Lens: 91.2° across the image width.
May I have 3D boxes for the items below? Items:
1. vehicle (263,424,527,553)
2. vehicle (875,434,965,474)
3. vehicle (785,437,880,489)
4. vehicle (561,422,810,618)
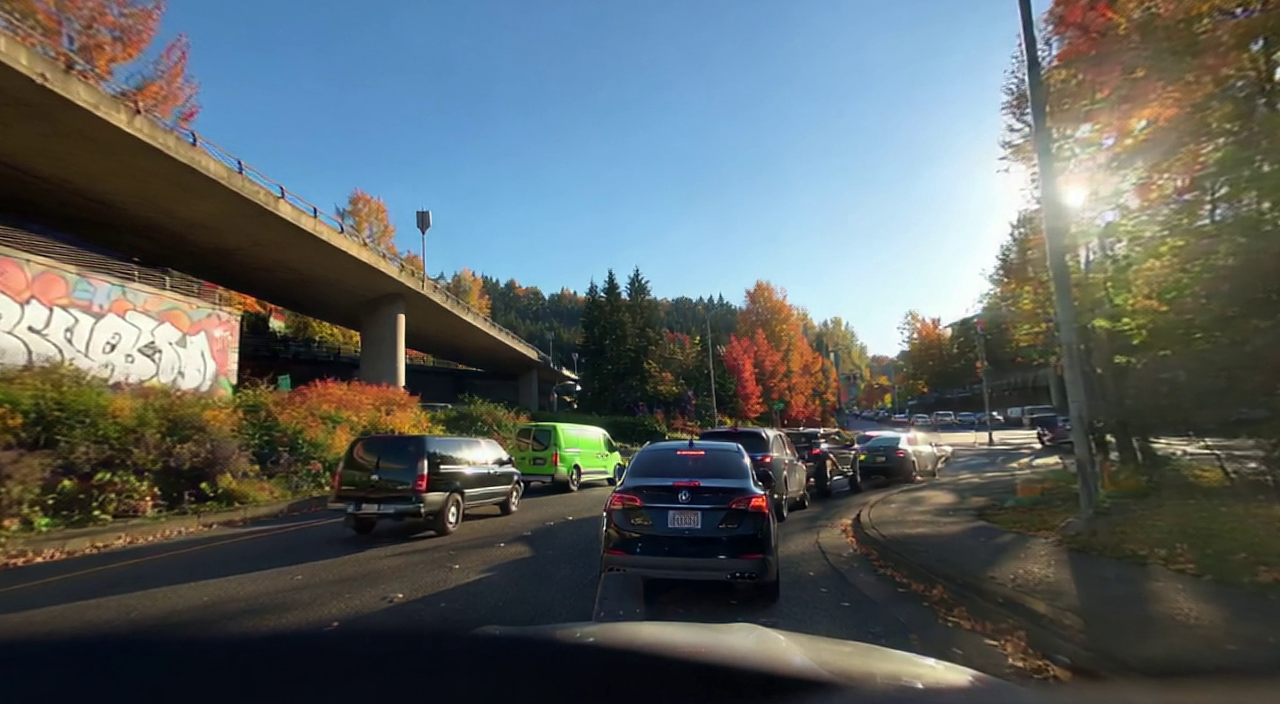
[{"bbox_3d":[-3.437,2.001,9.827,1.921,1.554,4.081,-2,-9,11],"label":"vehicle"},{"bbox_3d":[11.564,4.168,25.777,3.934,1.485,1.763,7,-12,-40],"label":"vehicle"},{"bbox_3d":[6.132,3.439,19.683,1.780,1.446,3.902,-6,-11,32],"label":"vehicle"},{"bbox_3d":[0.785,1.638,7.003,2.064,1.515,3.722,-3,-9,14],"label":"vehicle"}]
